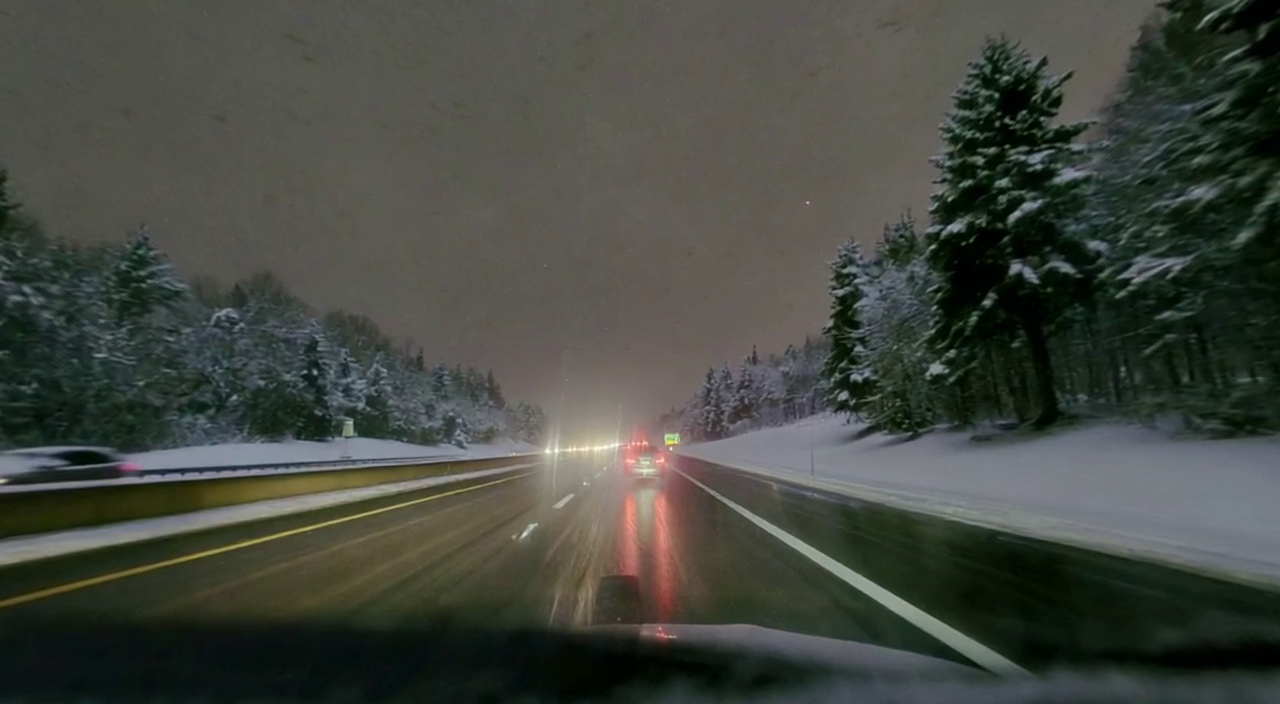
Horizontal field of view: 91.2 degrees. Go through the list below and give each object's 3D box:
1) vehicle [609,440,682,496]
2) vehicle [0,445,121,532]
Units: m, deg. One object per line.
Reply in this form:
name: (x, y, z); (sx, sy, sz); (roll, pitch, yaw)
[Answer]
vehicle: (0.046, 3.549, 19.567); (2.021, 1.533, 4.014); (0, -9, -3)
vehicle: (-12.906, 2.601, 12.011); (1.986, 1.604, 4.568); (0, -9, 0)
